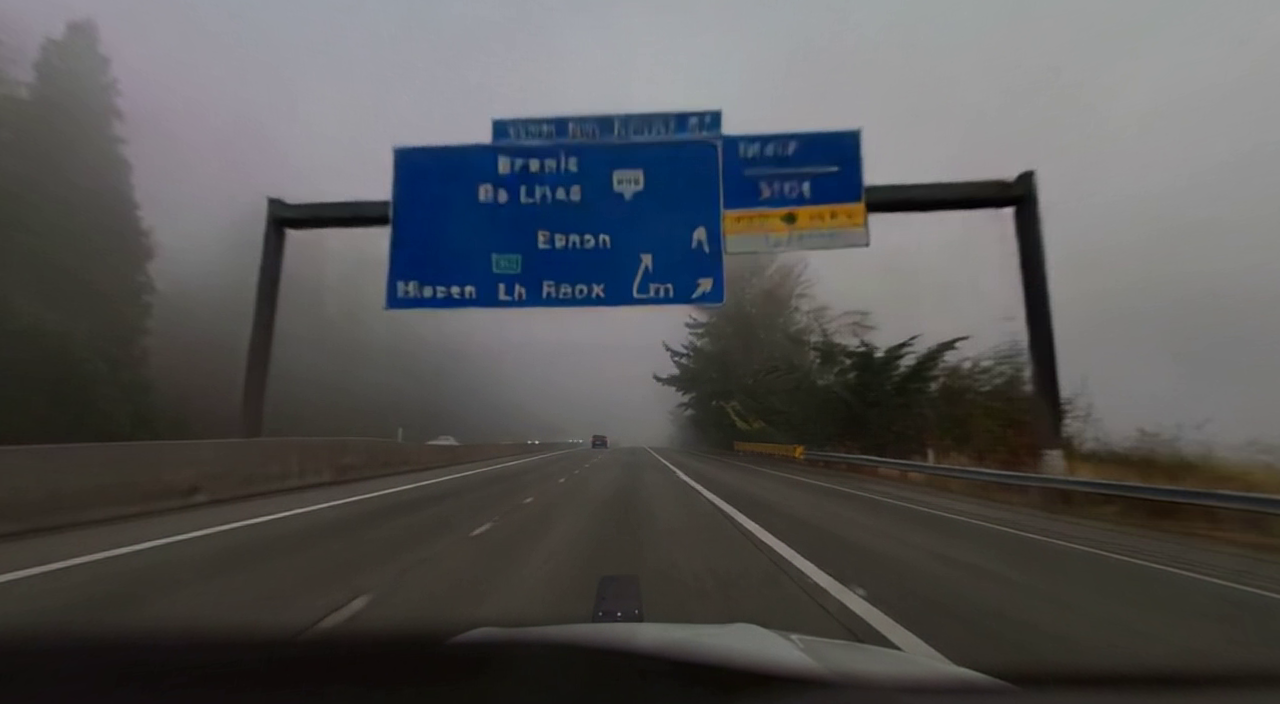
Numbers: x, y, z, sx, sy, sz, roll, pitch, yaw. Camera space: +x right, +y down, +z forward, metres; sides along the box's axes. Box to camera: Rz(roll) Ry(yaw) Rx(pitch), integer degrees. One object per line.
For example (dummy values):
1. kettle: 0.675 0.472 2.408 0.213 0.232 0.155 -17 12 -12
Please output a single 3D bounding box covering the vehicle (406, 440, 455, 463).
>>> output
1. vehicle: -13.814 6.547 41.727 1.837 1.423 4.162 0 -8 0
